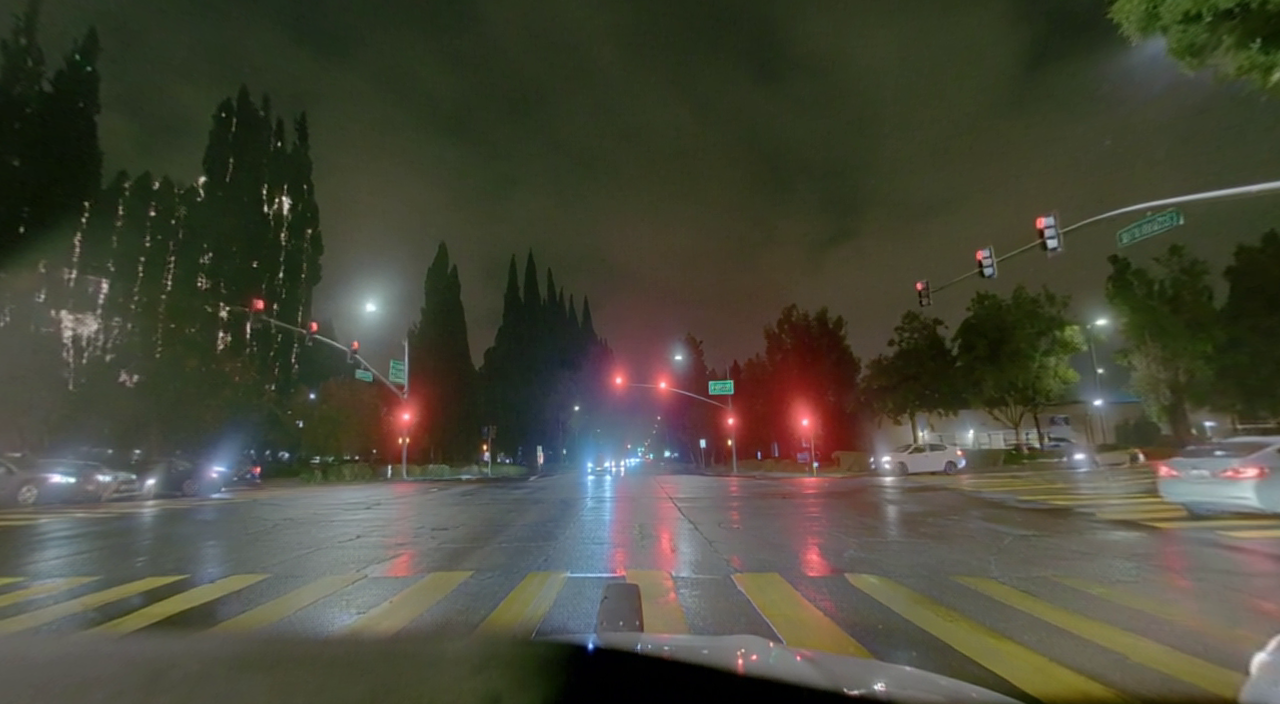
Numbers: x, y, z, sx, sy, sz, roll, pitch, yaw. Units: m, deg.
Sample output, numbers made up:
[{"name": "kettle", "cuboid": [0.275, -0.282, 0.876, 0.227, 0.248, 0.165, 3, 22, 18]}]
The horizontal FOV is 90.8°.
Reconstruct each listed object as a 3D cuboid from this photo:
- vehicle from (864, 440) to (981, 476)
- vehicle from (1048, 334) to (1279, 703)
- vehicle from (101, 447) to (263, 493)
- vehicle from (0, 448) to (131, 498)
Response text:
[{"name": "vehicle", "cuboid": [15.607, 5.891, 35.145, 5.220, 1.897, 2.596, 0, -8, 0]}, {"name": "vehicle", "cuboid": [3.333, 0.658, 1.360, 2.227, 1.705, 4.719, -1, -8, 8]}, {"name": "vehicle", "cuboid": [-19.139, 4.955, 26.646, 4.798, 1.763, 2.536, 0, -10, 0]}, {"name": "vehicle", "cuboid": [-22.121, 4.414, 23.267, 4.748, 1.727, 2.325, 0, -8, 2]}]
